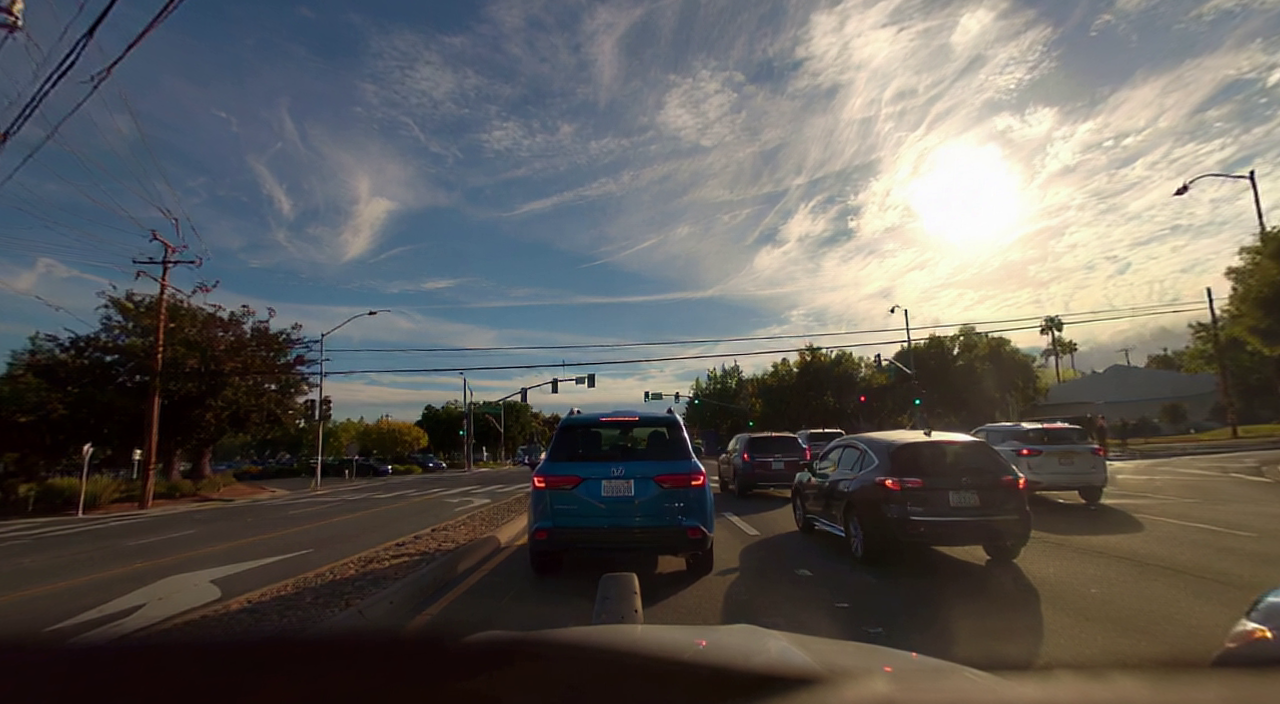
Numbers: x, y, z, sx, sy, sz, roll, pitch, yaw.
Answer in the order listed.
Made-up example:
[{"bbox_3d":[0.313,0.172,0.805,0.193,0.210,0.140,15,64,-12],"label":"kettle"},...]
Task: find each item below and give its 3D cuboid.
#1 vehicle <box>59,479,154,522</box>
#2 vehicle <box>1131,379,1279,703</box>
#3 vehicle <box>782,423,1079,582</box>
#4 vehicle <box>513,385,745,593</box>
[{"bbox_3d":[-26.344,7.329,31.172,4.526,1.715,1.989,-11,-13,29],"label":"vehicle"},{"bbox_3d":[3.276,0.630,0.753,1.889,1.517,4.308,0,-9,0],"label":"vehicle"},{"bbox_3d":[3.427,1.850,8.621,1.880,1.579,4.401,0,-9,-1],"label":"vehicle"},{"bbox_3d":[-0.135,1.644,8.335,2.231,1.998,4.254,0,-9,-1],"label":"vehicle"}]
